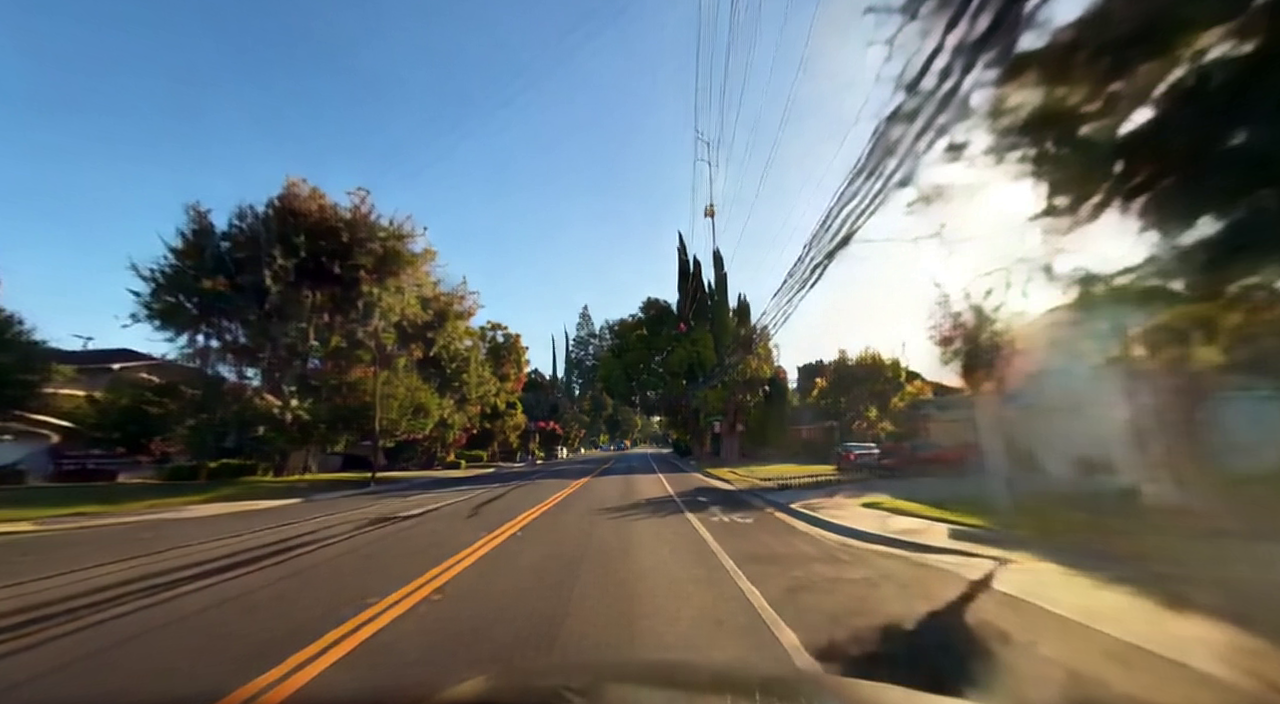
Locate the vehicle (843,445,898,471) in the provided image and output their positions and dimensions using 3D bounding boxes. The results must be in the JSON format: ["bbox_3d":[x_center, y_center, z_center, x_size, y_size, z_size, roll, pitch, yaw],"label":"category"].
[{"bbox_3d":[14.640,6.749,40.391,1.810,1.470,4.551,1,-8,0],"label":"vehicle"}]
